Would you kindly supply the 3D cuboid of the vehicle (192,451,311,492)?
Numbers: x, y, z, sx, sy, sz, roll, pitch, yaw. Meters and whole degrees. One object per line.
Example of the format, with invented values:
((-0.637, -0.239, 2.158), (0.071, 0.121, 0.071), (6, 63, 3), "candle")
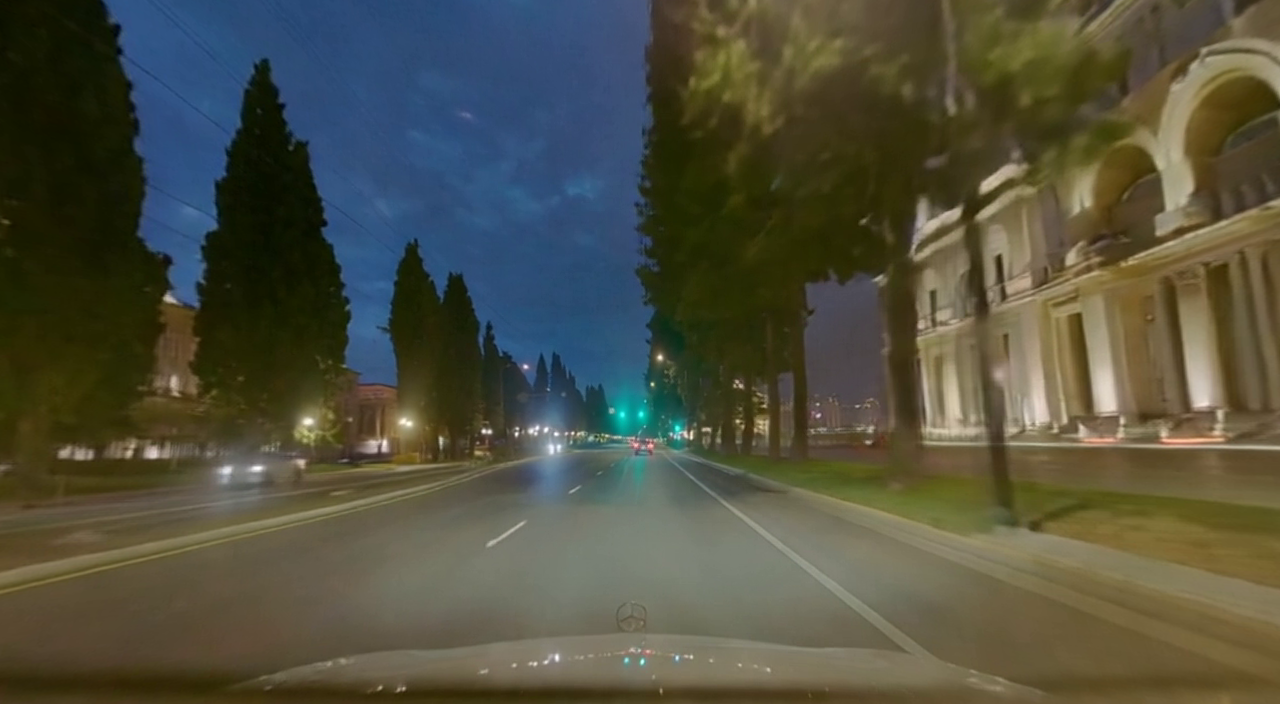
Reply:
((-16.117, 4.947, 26.521), (1.872, 1.490, 4.810), (0, -9, 1), "vehicle")
